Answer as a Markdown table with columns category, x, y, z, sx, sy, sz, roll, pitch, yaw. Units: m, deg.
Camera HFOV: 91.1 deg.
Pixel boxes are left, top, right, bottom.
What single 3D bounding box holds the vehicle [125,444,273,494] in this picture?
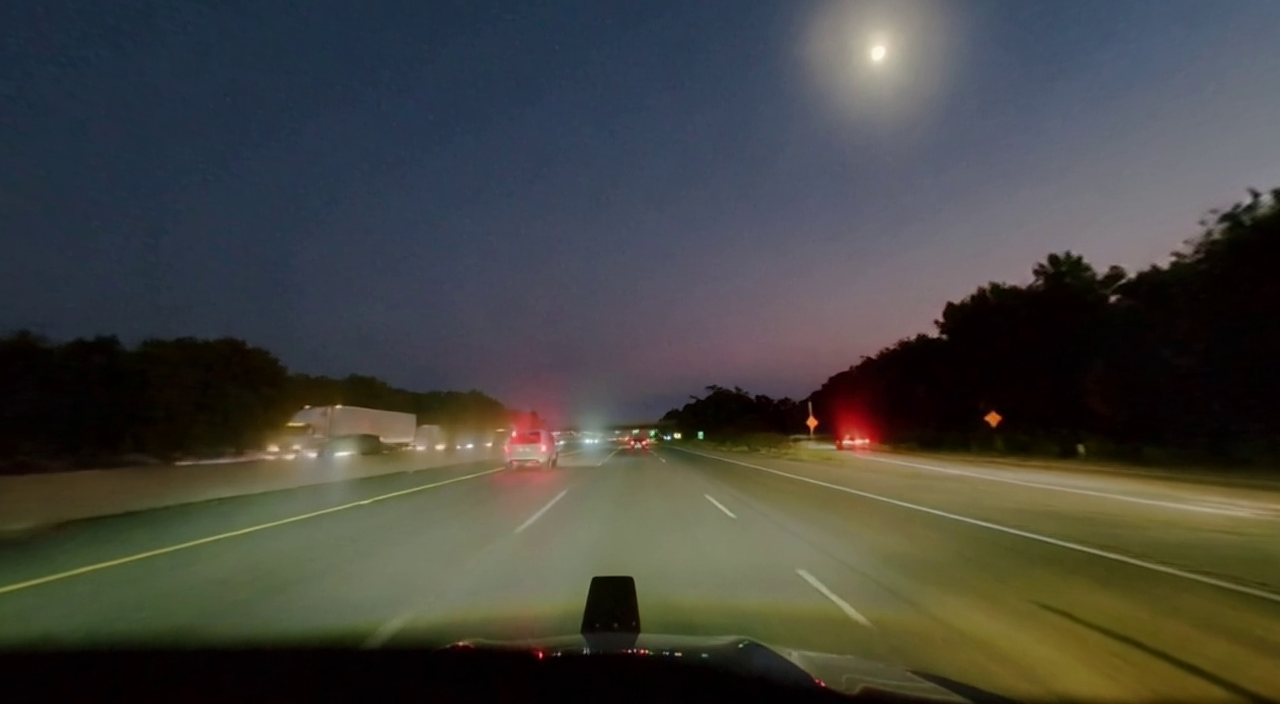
| category | x | y | z | sx | sy | sz | roll | pitch | yaw |
| --- | --- | --- | --- | --- | --- | --- | --- | --- | --- |
| vehicle | -15.613 | 4.127 | 22.644 | 2.020 | 1.514 | 4.549 | 0 | -8 | 0 |

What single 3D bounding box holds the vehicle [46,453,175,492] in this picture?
| category | x | y | z | sx | sy | sz | roll | pitch | yaw |
| --- | --- | --- | --- | --- | --- | --- | --- | --- | --- |
| vehicle | -23.330 | 5.289 | 27.939 | 1.978 | 1.503 | 4.234 | -1 | -8 | 1 |

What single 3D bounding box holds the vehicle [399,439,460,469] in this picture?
| category | x | y | z | sx | sy | sz | roll | pitch | yaw |
| --- | --- | --- | --- | --- | --- | --- | --- | --- | --- |
| vehicle | -11.495 | 5.575 | 34.564 | 1.888 | 1.538 | 4.057 | 0 | -8 | 1 |

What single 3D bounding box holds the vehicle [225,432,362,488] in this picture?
| category | x | y | z | sx | sy | sz | roll | pitch | yaw |
| --- | --- | --- | --- | --- | --- | --- | --- | --- | --- |
| vehicle | -11.374 | 3.554 | 21.113 | 1.985 | 1.646 | 4.612 | 0 | -8 | 0 |

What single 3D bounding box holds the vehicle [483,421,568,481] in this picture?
| category | x | y | z | sx | sy | sz | roll | pitch | yaw |
| --- | --- | --- | --- | --- | --- | --- | --- | --- | --- |
| vehicle | -3.924 | 3.478 | 22.453 | 2.115 | 1.887 | 4.721 | 0 | -8 | 0 |
